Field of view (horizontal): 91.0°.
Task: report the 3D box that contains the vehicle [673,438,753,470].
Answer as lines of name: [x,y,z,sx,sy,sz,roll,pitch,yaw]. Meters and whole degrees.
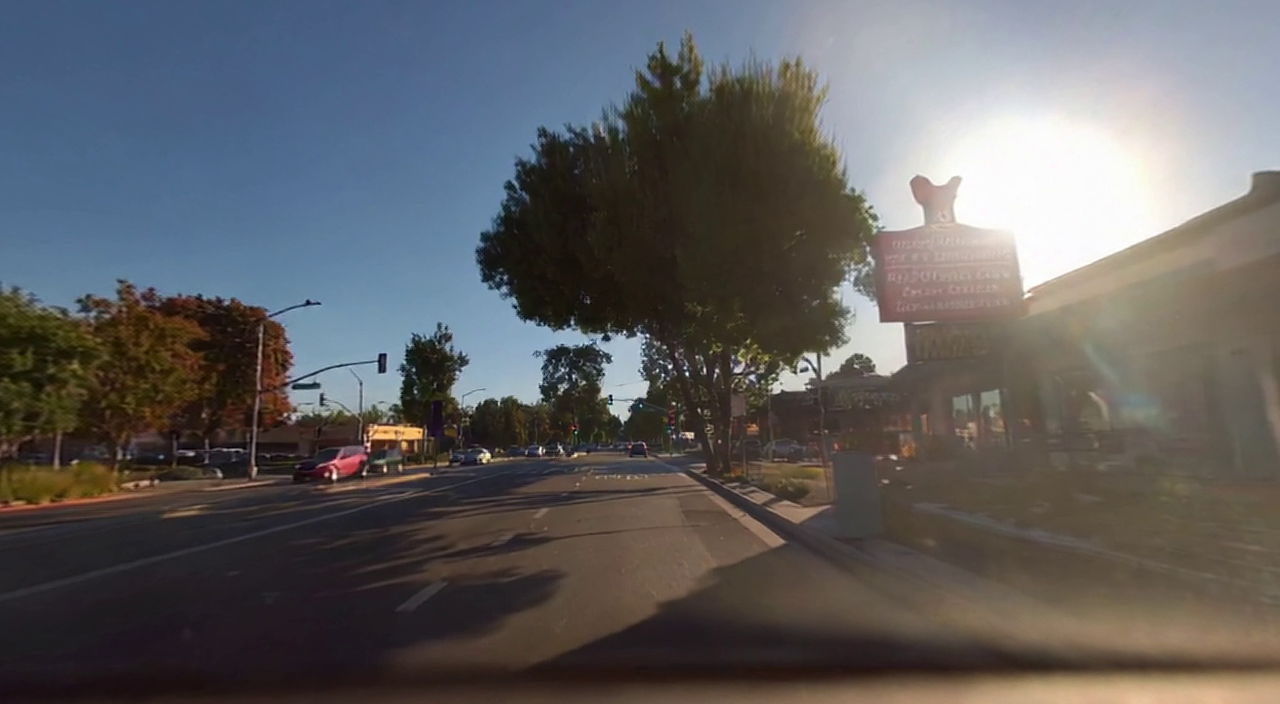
vehicle: [4.093,5.643,34.983,2.191,1.607,4.361,-8,-12,44]

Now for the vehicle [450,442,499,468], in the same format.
vehicle: [-12.318,7.710,47.201,2.333,1.775,4.889,0,-9,0]

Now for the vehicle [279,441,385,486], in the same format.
vehicle: [-12.638,4.578,26.220,2.145,1.660,4.423,0,-9,0]
